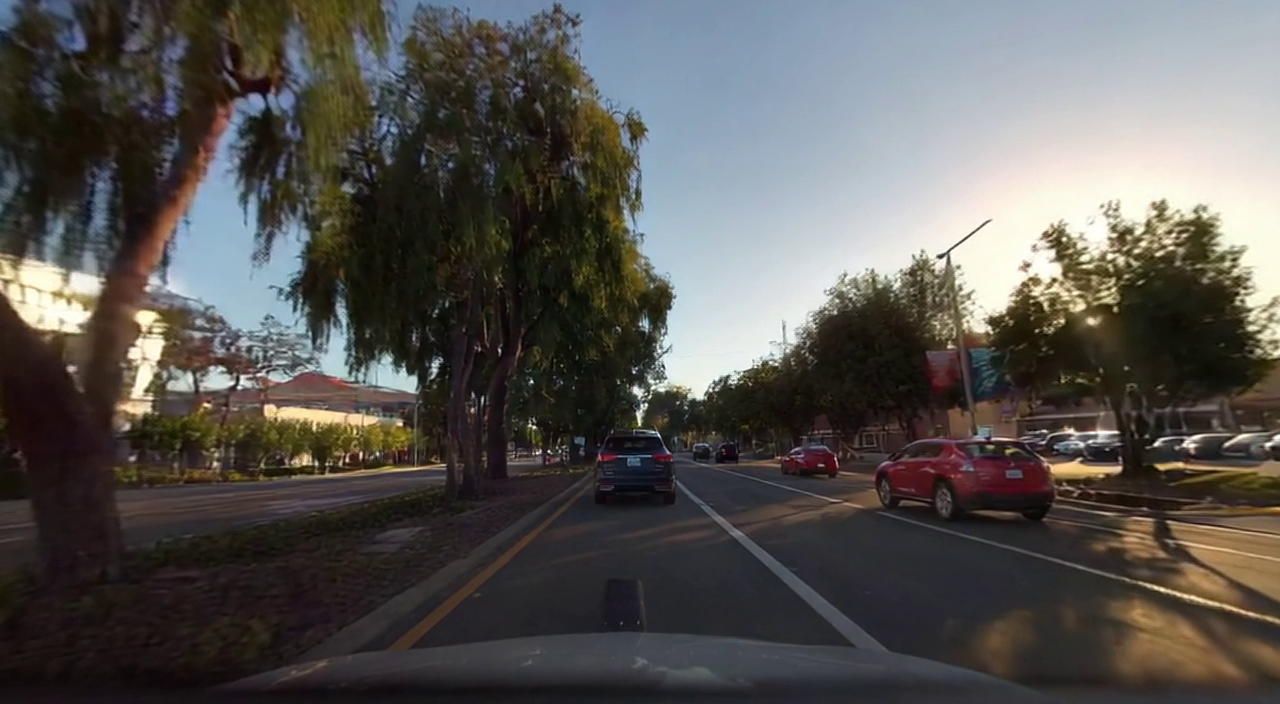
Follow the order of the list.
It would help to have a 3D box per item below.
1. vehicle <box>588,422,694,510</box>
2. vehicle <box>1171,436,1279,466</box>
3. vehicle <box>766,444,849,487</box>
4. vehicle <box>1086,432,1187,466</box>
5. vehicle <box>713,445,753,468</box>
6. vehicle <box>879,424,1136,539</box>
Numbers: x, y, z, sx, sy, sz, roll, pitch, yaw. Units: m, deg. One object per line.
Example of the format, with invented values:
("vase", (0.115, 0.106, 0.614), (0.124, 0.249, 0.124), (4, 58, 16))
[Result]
("vehicle", (0.009, 2.797, 15.908), (2.320, 1.880, 4.192), (0, -9, 0))
("vehicle", (33.267, 5.590, 35.840), (1.959, 1.580, 4.873), (0, -9, 0))
("vehicle", (6.538, 4.478, 25.252), (2.035, 1.553, 4.465), (0, -9, -1))
("vehicle", (27.841, 5.467, 35.601), (1.967, 1.803, 4.305), (0, -9, -4))
("vehicle", (6.490, 7.361, 44.540), (1.914, 1.523, 4.287), (0, -9, -3))
("vehicle", (6.373, 2.279, 11.754), (2.056, 1.703, 4.428), (0, -9, 0))
